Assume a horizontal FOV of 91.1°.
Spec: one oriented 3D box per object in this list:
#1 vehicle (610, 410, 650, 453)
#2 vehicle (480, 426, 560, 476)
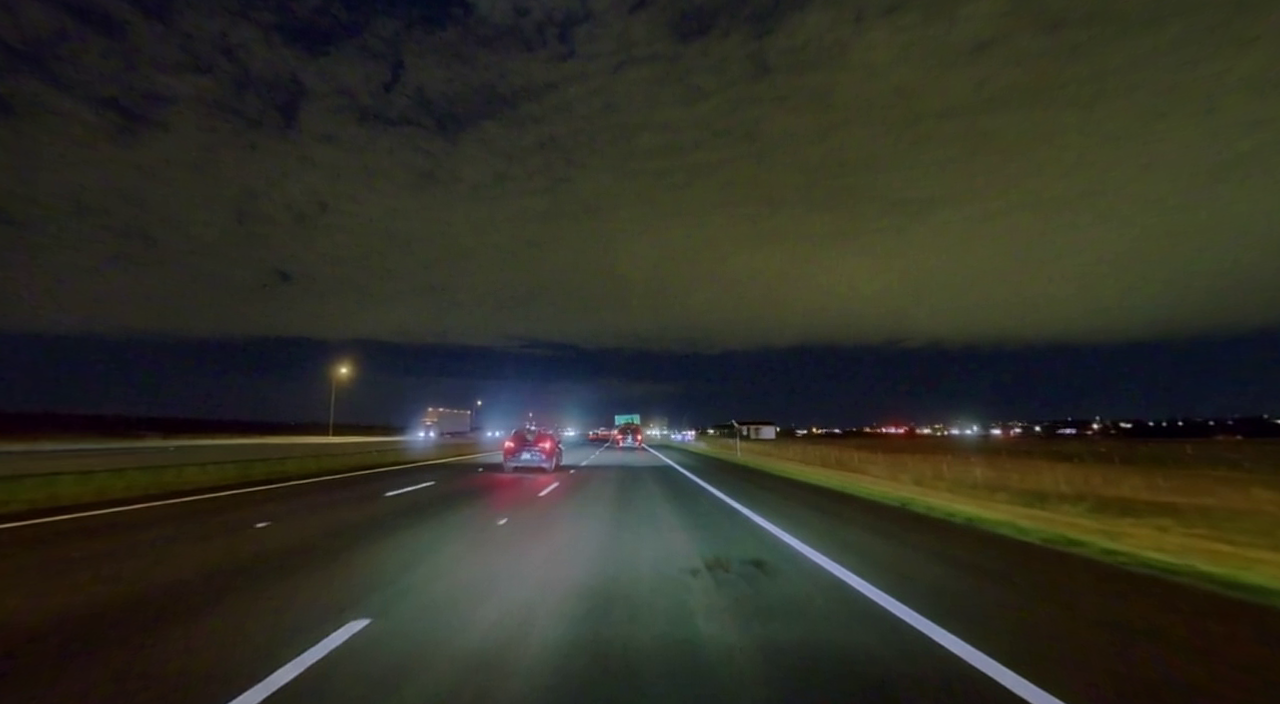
[{"bbox_3d":[-0.794,5.464,43.091,2.418,2.704,6.445,0,-8,-4],"label":"vehicle"},{"bbox_3d":[-3.922,3.304,21.183,1.955,1.508,3.996,0,-8,-1],"label":"vehicle"}]
